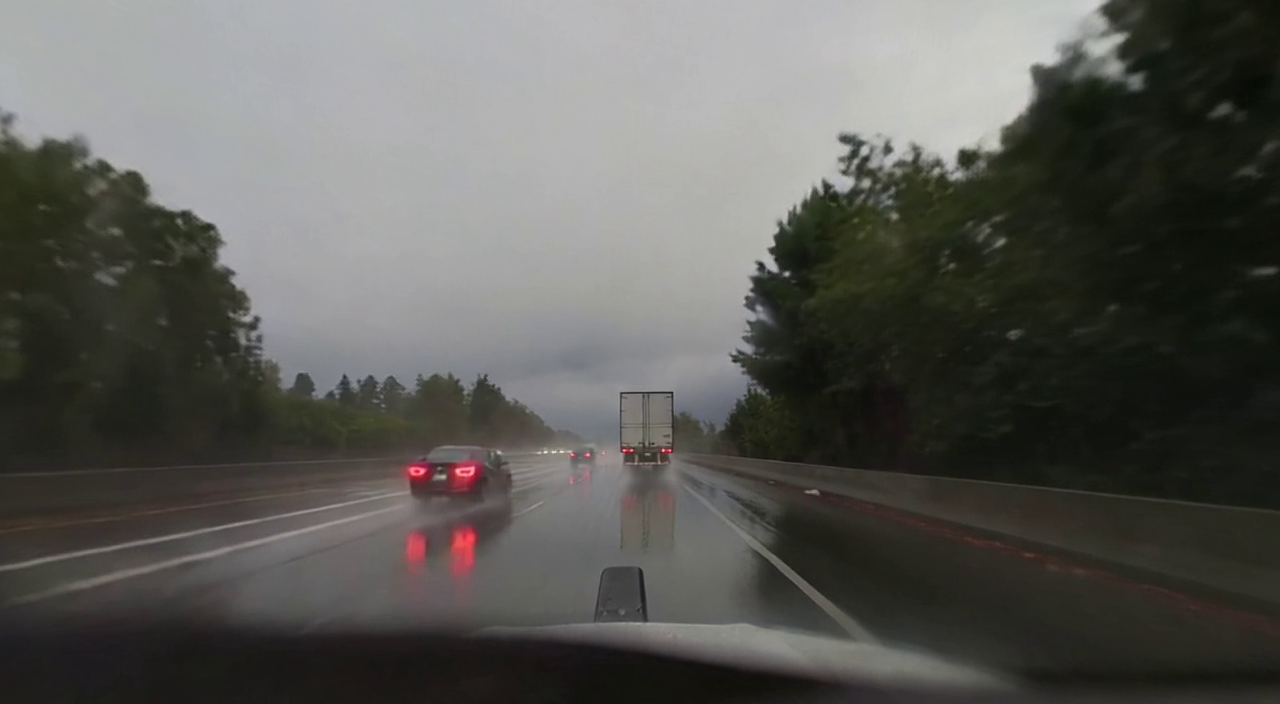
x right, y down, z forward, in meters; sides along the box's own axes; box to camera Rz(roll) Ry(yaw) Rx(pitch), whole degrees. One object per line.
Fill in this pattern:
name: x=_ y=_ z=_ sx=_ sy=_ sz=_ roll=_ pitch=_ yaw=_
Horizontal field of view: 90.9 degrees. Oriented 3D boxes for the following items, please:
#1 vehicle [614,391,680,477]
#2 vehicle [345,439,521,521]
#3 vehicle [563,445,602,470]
vehicle: x=0.240 y=4.437 z=33.054 sx=2.959 sy=3.828 sz=9.617 roll=0 pitch=-9 yaw=-1
vehicle: x=-4.232 y=2.724 z=13.946 sx=2.206 sy=1.478 sz=4.824 roll=-1 pitch=-9 yaw=1
vehicle: x=-3.861 y=7.193 z=43.108 sx=2.074 sy=1.546 sz=4.946 roll=0 pitch=-9 yaw=1
